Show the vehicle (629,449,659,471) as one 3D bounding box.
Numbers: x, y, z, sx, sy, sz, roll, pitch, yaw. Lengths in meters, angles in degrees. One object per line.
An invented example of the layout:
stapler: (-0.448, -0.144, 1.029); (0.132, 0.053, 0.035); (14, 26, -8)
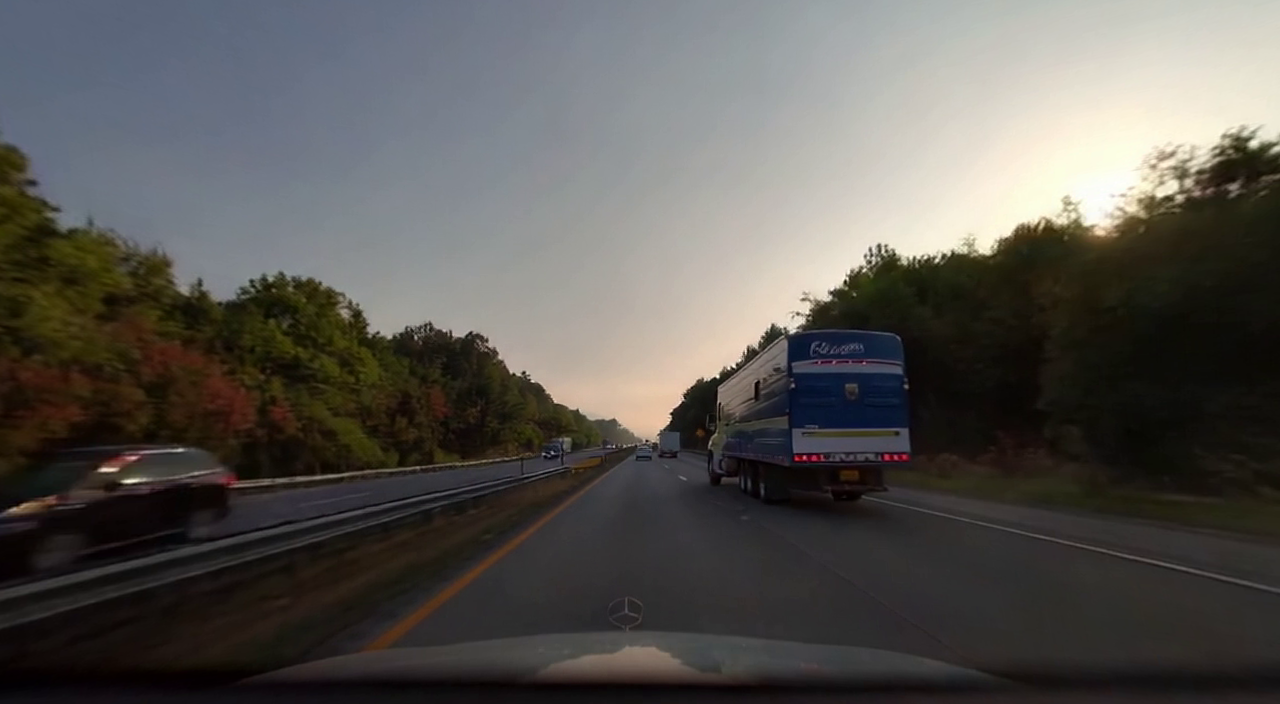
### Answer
vehicle: (0.284, 7.190, 42.122); (1.926, 1.386, 3.615); (0, -9, 0)

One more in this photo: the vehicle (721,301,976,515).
vehicle: (4.875, 2.131, 19.236); (2.939, 4.129, 14.300); (0, -9, 0)

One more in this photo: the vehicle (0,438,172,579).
vehicle: (-8.503, 1.890, 7.777); (2.081, 1.624, 4.314); (0, -9, 0)
